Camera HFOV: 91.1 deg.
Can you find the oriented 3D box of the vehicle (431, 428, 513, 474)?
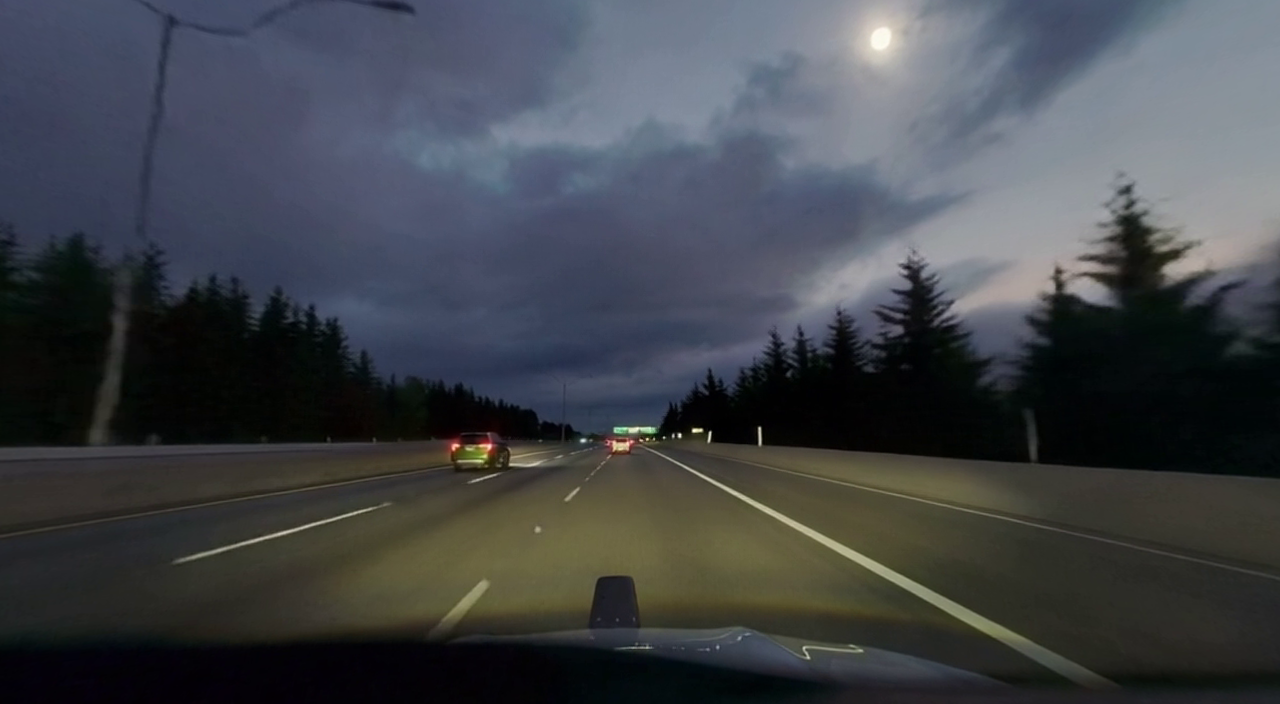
[{"bbox_3d":[-6.751,4.007,25.829,2.111,1.689,4.505,0,-8,0],"label":"vehicle"}]

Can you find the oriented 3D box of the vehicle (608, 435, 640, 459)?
[{"bbox_3d":[-1.013,6.264,41.747,2.010,1.534,4.013,0,-8,0],"label":"vehicle"}]
